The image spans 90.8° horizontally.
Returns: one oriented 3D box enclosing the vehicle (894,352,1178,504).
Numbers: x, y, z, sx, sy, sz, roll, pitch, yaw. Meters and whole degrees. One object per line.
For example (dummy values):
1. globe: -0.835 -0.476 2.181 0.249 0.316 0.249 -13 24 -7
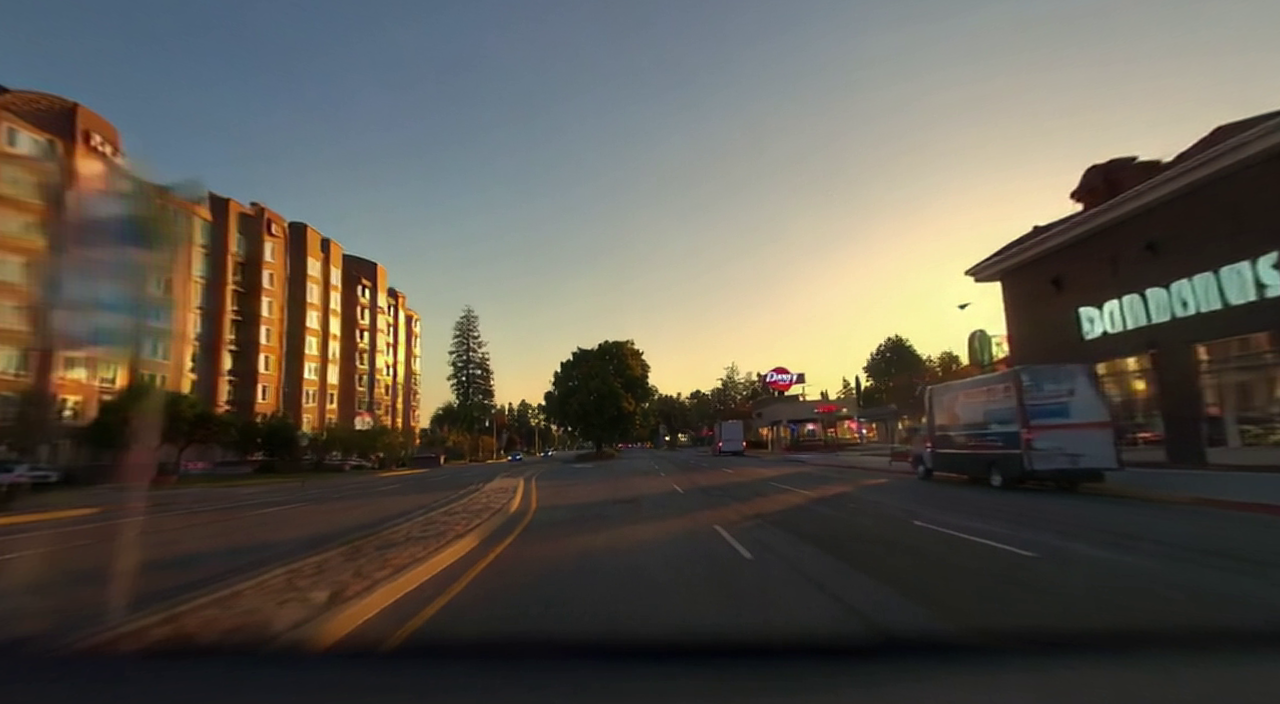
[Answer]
1. vehicle: 9.815 2.080 16.968 2.917 3.205 6.985 0 -8 -1
